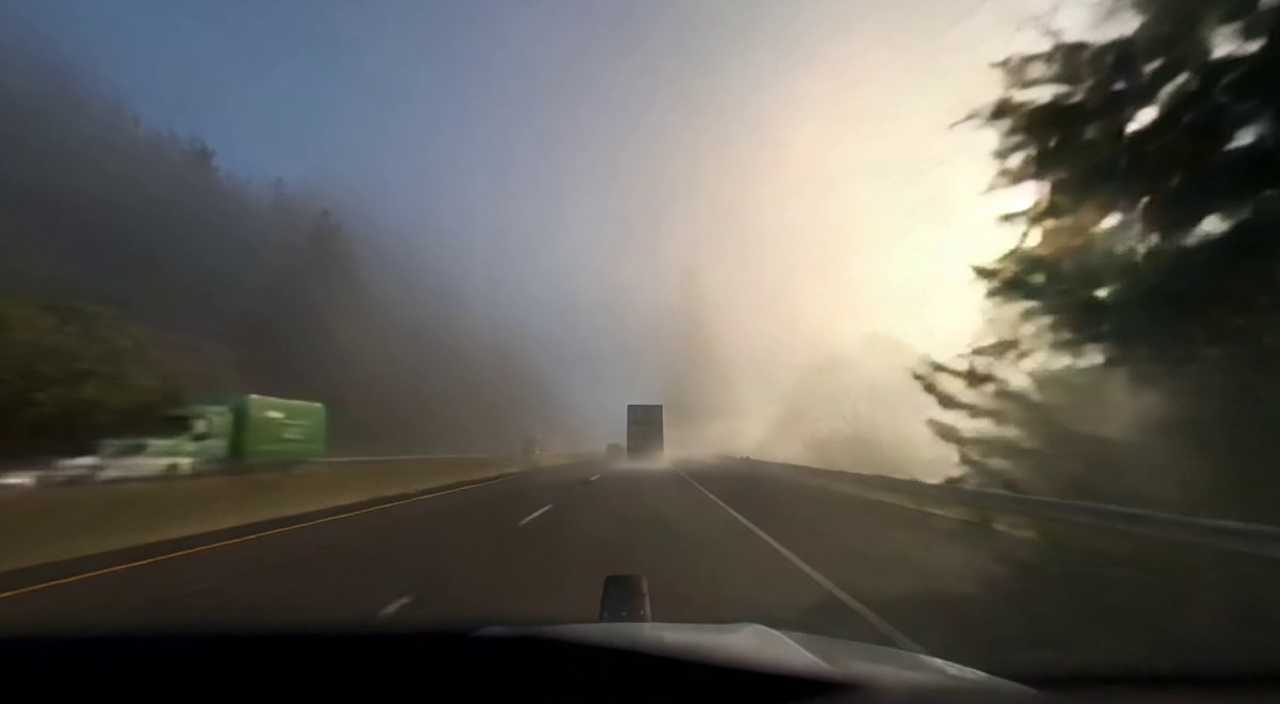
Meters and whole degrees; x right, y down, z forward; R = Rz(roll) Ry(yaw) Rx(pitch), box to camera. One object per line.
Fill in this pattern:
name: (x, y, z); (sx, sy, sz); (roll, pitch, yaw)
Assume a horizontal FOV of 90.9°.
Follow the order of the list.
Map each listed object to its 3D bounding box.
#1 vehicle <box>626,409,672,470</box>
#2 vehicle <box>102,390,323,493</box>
vehicle: (0.495, 6.516, 46.466); (3.024, 3.965, 10.399); (0, -9, -1)
vehicle: (-16.708, 3.698, 25.767); (2.889, 3.506, 8.390); (0, -9, 1)
